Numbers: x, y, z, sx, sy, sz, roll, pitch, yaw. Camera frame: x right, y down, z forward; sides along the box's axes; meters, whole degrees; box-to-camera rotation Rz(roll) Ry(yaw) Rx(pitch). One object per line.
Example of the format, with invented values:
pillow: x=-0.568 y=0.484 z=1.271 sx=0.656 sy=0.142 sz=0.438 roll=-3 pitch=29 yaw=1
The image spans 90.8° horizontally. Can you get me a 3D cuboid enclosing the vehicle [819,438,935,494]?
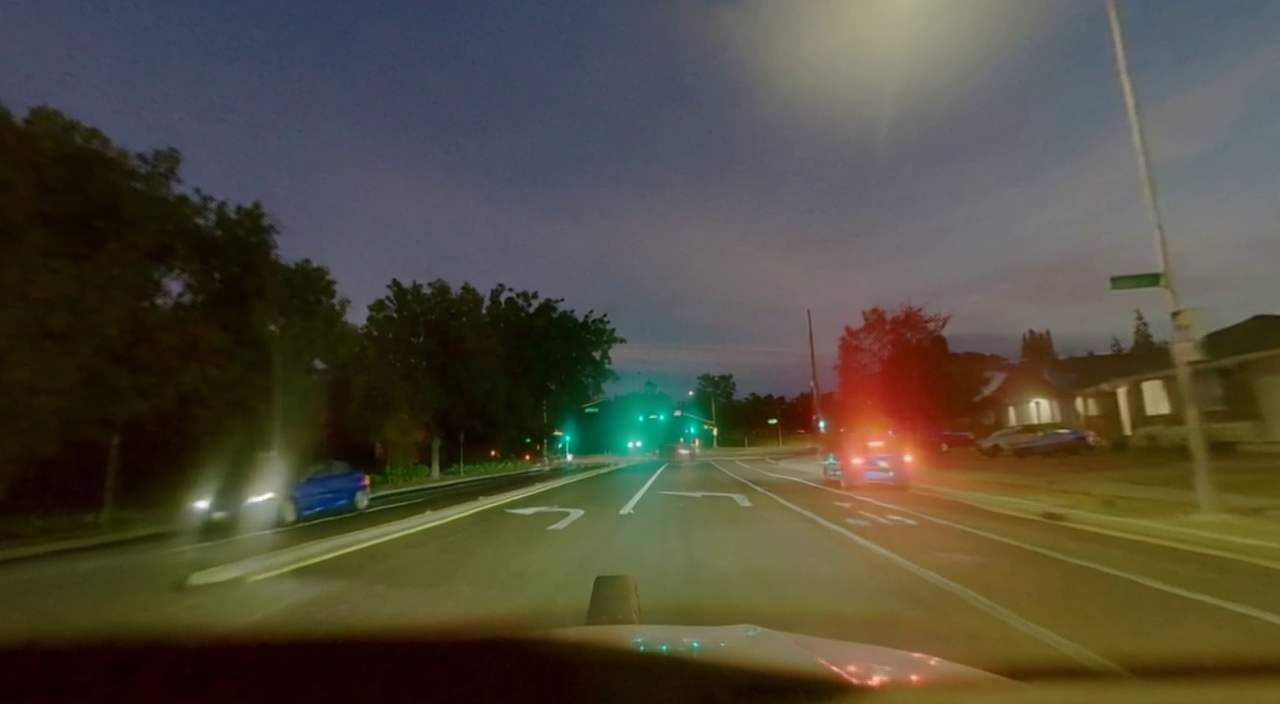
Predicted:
vehicle: x=6.874 y=3.339 z=18.892 sx=1.917 sy=1.440 sz=4.335 roll=-1 pitch=-8 yaw=2

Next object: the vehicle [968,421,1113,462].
vehicle: x=15.217 y=3.443 z=24.209 sx=4.164 sy=1.470 sz=1.921 roll=-1 pitch=-8 yaw=6

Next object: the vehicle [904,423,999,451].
vehicle: x=17.026 y=4.683 z=34.656 sx=4.210 sy=1.474 sz=1.799 roll=-1 pitch=-8 yaw=5

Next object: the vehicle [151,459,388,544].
vehicle: x=-8.201 y=3.308 z=14.704 sx=2.067 sy=1.491 sz=4.807 roll=-2 pitch=-9 yaw=9
